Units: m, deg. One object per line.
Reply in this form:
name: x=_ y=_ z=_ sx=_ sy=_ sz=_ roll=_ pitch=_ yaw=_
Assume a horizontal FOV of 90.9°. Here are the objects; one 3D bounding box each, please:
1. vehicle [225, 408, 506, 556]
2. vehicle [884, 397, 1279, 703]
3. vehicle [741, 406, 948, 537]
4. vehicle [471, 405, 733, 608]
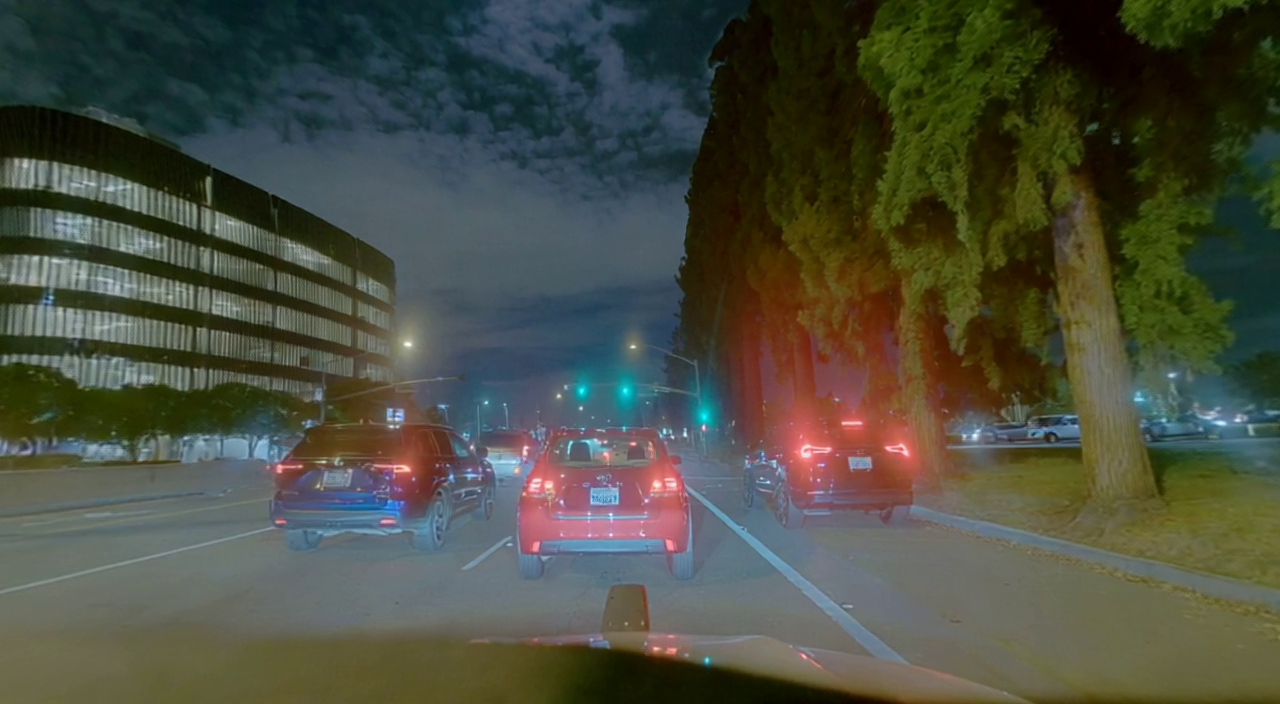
vehicle: x=-3.756 y=1.886 z=9.886 sx=2.141 sy=1.718 sz=4.809 roll=0 pitch=-8 yaw=1
vehicle: x=3.241 y=1.068 z=3.374 sx=2.045 sy=1.459 sz=4.462 roll=0 pitch=-8 yaw=-1
vehicle: x=3.345 y=2.077 z=11.536 sx=2.117 sy=1.879 sz=4.715 roll=0 pitch=-8 yaw=-1
vehicle: x=-0.356 y=1.583 z=7.419 sx=2.114 sy=1.631 sz=4.459 roll=0 pitch=-8 yaw=-1
